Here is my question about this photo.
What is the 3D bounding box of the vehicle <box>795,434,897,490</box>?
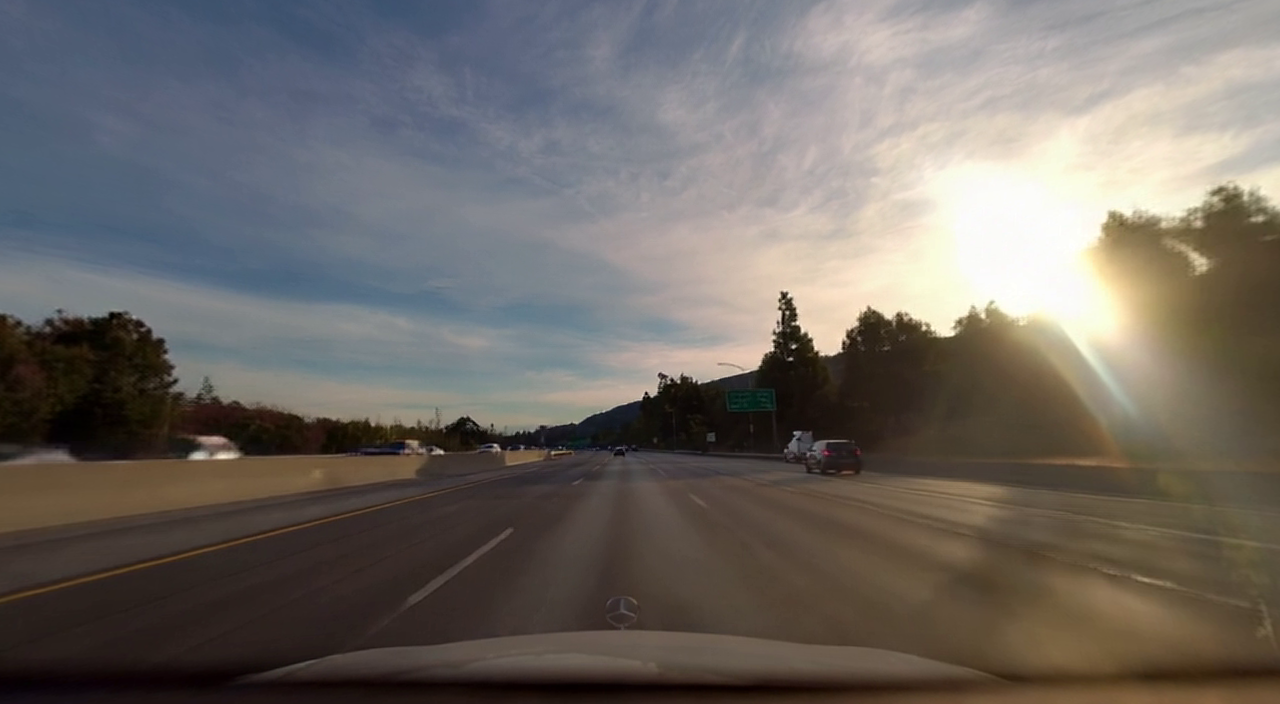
[{"bbox_3d":[6.948,3.749,21.811,2.081,1.705,3.926,0,-9,-1],"label":"vehicle"}]

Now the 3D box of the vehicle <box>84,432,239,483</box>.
[{"bbox_3d":[-17.862,3.981,23.998,1.948,1.706,5.045,0,-9,0],"label":"vehicle"}]

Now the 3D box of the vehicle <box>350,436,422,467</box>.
[{"bbox_3d":[-14.358,5.665,35.993,2.189,1.641,4.696,0,-9,-1],"label":"vehicle"}]
